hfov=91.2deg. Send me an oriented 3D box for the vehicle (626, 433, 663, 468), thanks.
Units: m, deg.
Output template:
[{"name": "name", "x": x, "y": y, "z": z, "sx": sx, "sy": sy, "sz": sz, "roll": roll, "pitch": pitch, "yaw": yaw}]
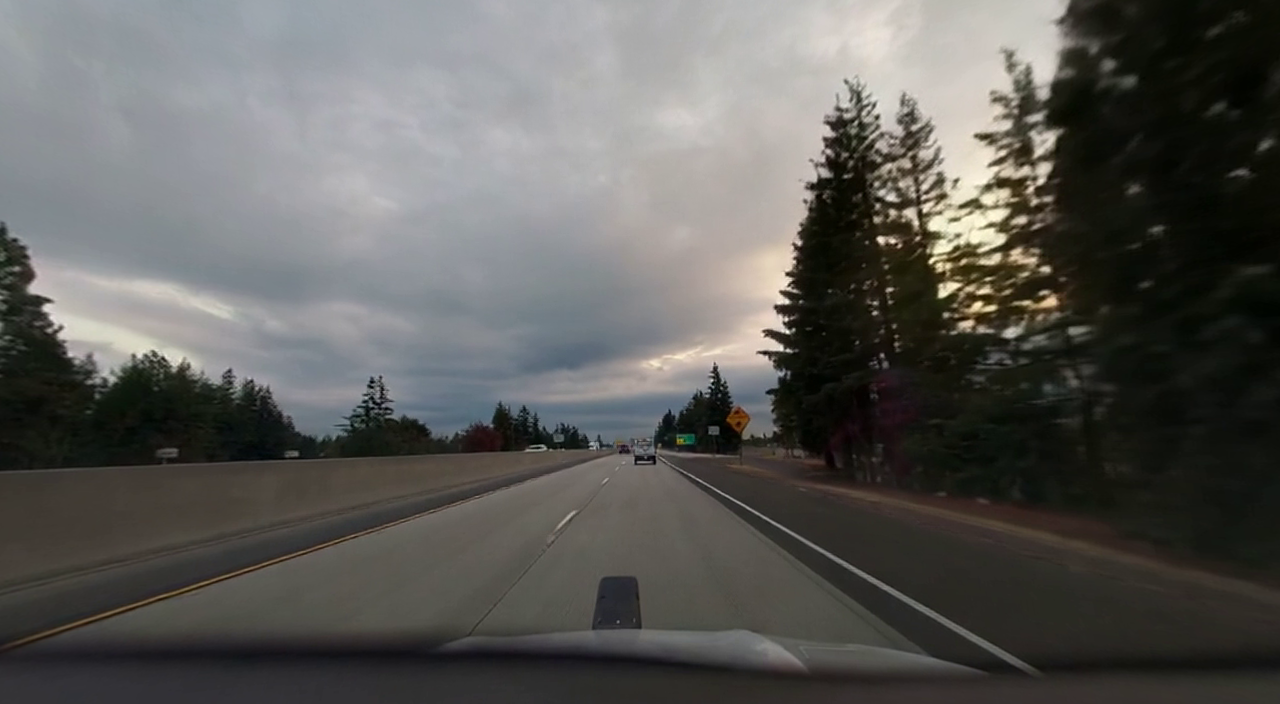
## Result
[{"name": "vehicle", "x": 0.302, "y": 6.383, "z": 40.711, "sx": 2.268, "sy": 2.122, "sz": 4.595, "roll": -1, "pitch": -9, "yaw": 1}]
